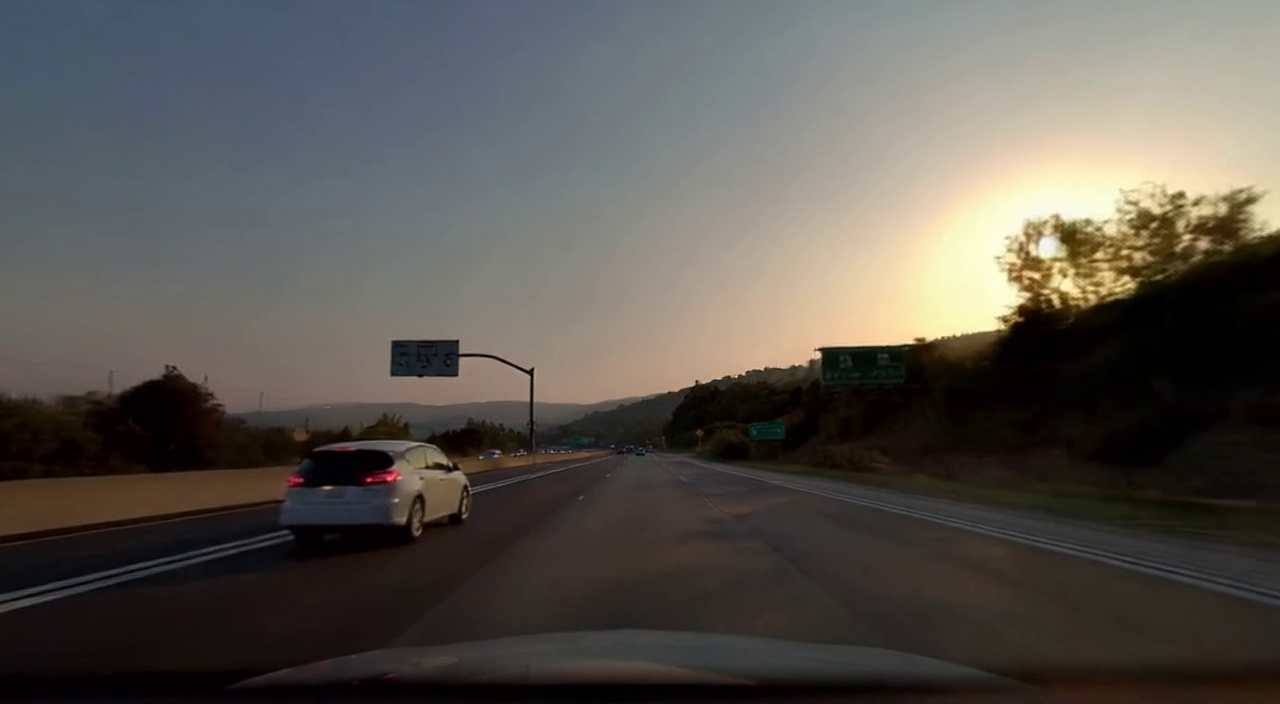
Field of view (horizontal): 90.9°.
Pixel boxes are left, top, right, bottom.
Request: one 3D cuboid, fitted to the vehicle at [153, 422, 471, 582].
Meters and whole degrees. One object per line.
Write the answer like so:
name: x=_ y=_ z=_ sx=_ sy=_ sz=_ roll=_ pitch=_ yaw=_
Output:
vehicle: x=-3.780 y=1.799 z=8.269 sx=1.965 sy=1.556 sz=3.971 roll=0 pitch=-9 yaw=1
